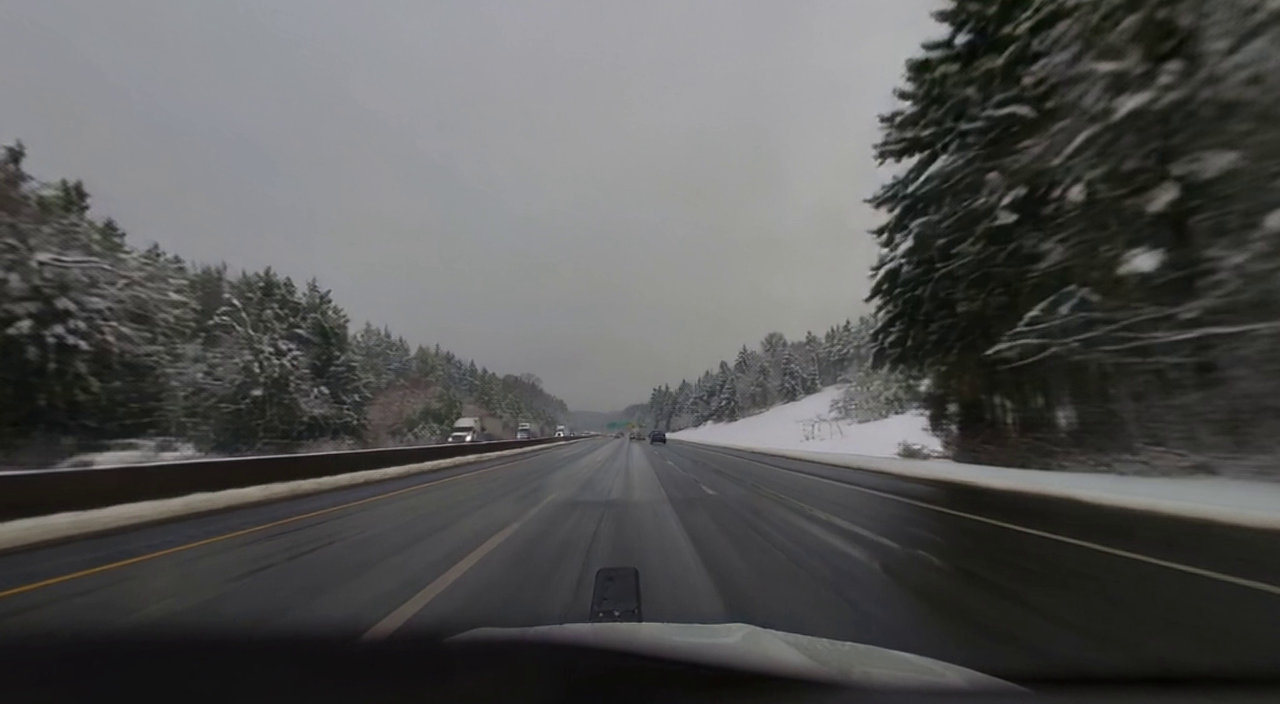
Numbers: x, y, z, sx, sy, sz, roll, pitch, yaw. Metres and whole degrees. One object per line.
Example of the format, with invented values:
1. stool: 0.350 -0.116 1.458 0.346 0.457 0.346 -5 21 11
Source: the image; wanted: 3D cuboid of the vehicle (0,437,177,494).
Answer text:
1. vehicle: -16.774 3.371 19.249 1.855 1.522 4.394 0 -8 0
